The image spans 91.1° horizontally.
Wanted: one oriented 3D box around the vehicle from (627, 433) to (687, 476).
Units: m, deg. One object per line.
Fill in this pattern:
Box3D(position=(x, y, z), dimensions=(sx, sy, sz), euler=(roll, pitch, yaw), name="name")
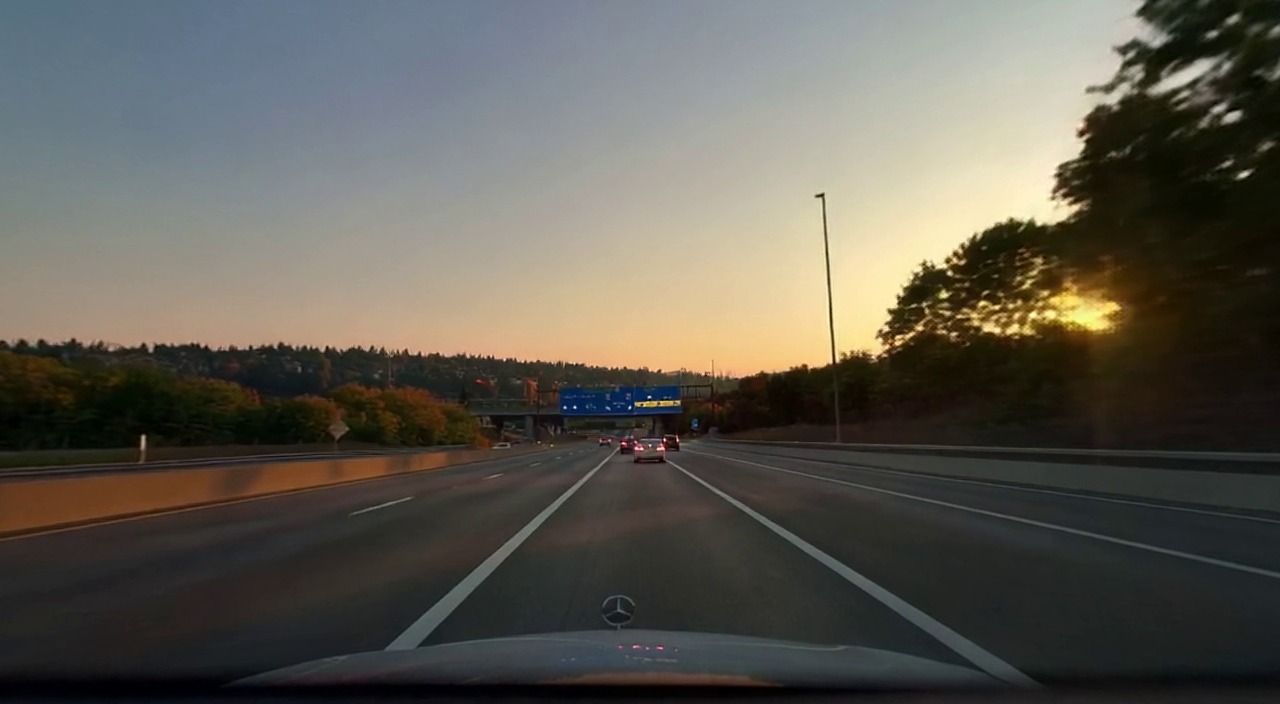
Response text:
Box3D(position=(0.539, 3.837, 23.839), dimensions=(2.046, 1.467, 3.844), euler=(0, -8, -2), name="vehicle")
